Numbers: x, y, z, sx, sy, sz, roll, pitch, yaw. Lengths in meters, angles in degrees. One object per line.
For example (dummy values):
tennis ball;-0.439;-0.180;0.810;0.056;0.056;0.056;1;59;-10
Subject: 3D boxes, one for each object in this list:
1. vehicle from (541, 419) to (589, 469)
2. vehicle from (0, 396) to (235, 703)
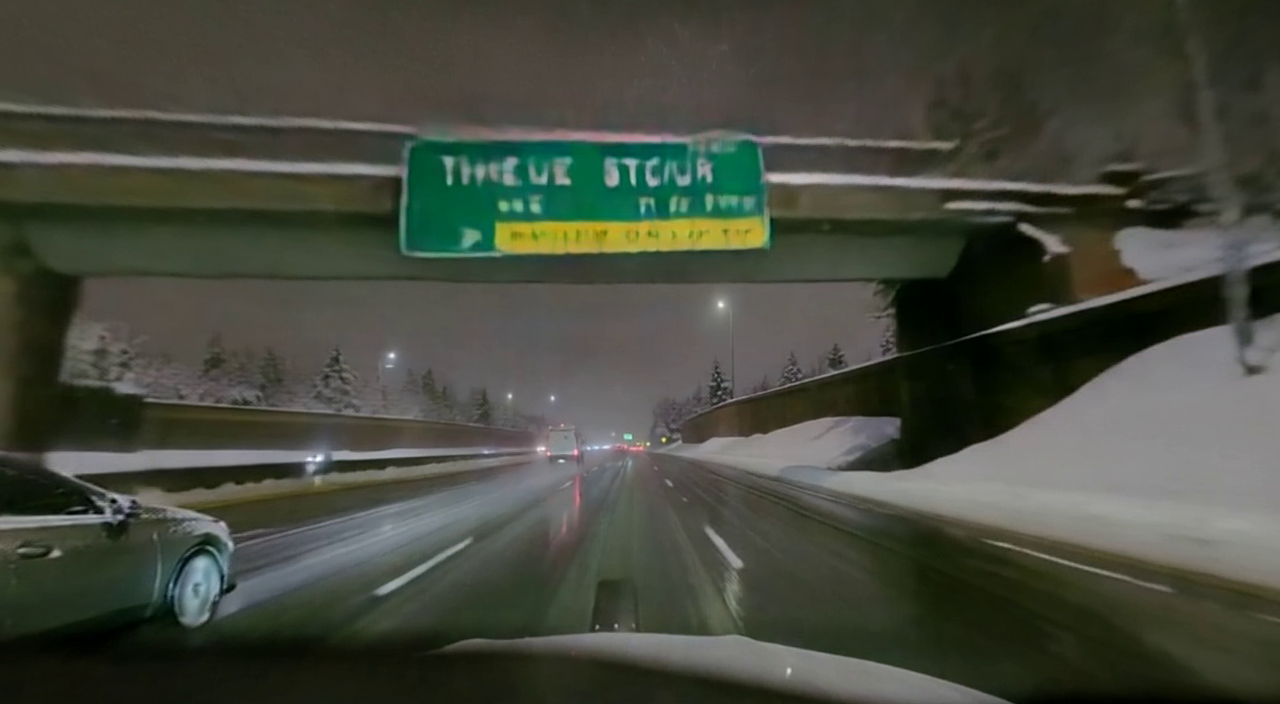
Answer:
vehicle;-4.744;5.954;40.843;2.364;2.953;6.732;0;-8;-1
vehicle;-4.069;0.913;2.410;2.025;1.556;4.594;0;-8;-1
